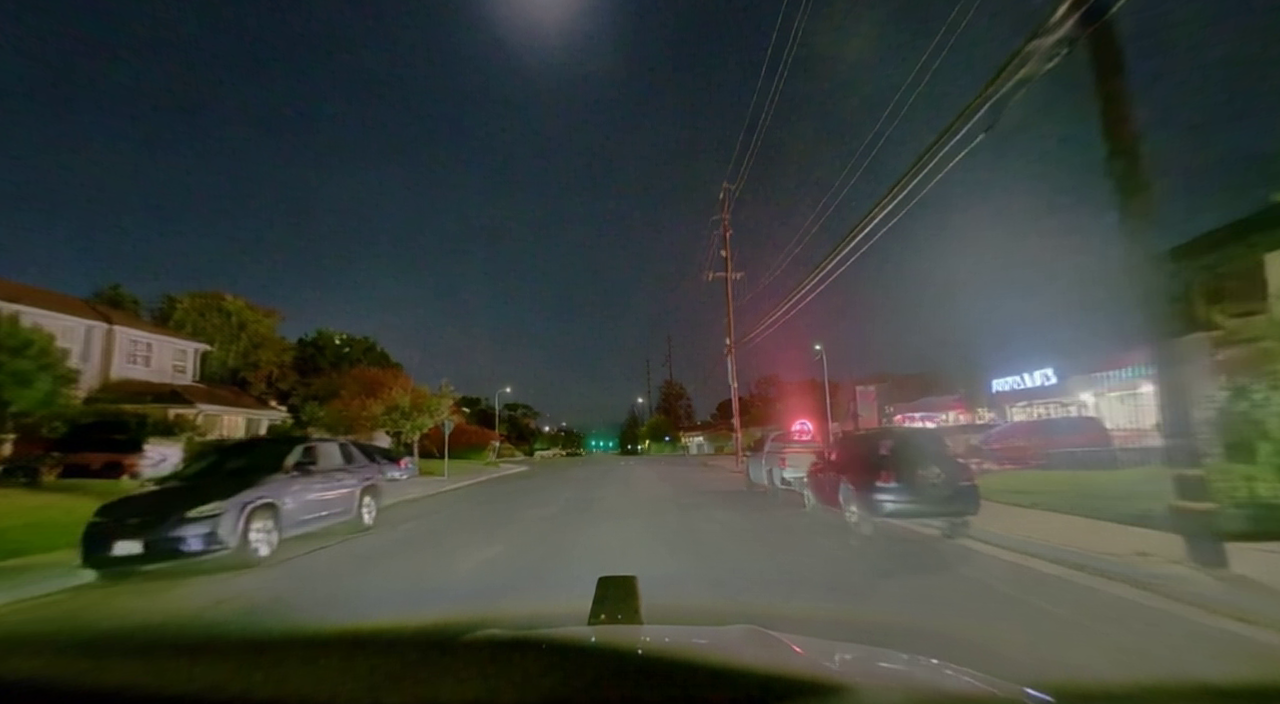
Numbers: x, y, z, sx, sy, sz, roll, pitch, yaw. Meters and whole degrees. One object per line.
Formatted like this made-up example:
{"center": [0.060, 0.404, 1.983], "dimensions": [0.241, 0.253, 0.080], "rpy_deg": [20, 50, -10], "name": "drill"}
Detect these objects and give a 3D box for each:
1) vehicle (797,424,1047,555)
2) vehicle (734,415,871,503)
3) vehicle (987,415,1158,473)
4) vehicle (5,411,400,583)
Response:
{"center": [3.893, 1.943, 9.608], "dimensions": [1.848, 1.550, 4.054], "rpy_deg": [0, -8, -1], "name": "vehicle"}
{"center": [3.987, 2.757, 16.595], "dimensions": [2.205, 1.923, 5.178], "rpy_deg": [0, -8, 0], "name": "vehicle"}
{"center": [15.373, 3.282, 22.609], "dimensions": [4.514, 1.921, 2.038], "rpy_deg": [-1, -8, 2], "name": "vehicle"}
{"center": [-6.014, 2.043, 9.968], "dimensions": [2.322, 1.913, 5.582], "rpy_deg": [0, -8, -1], "name": "vehicle"}
